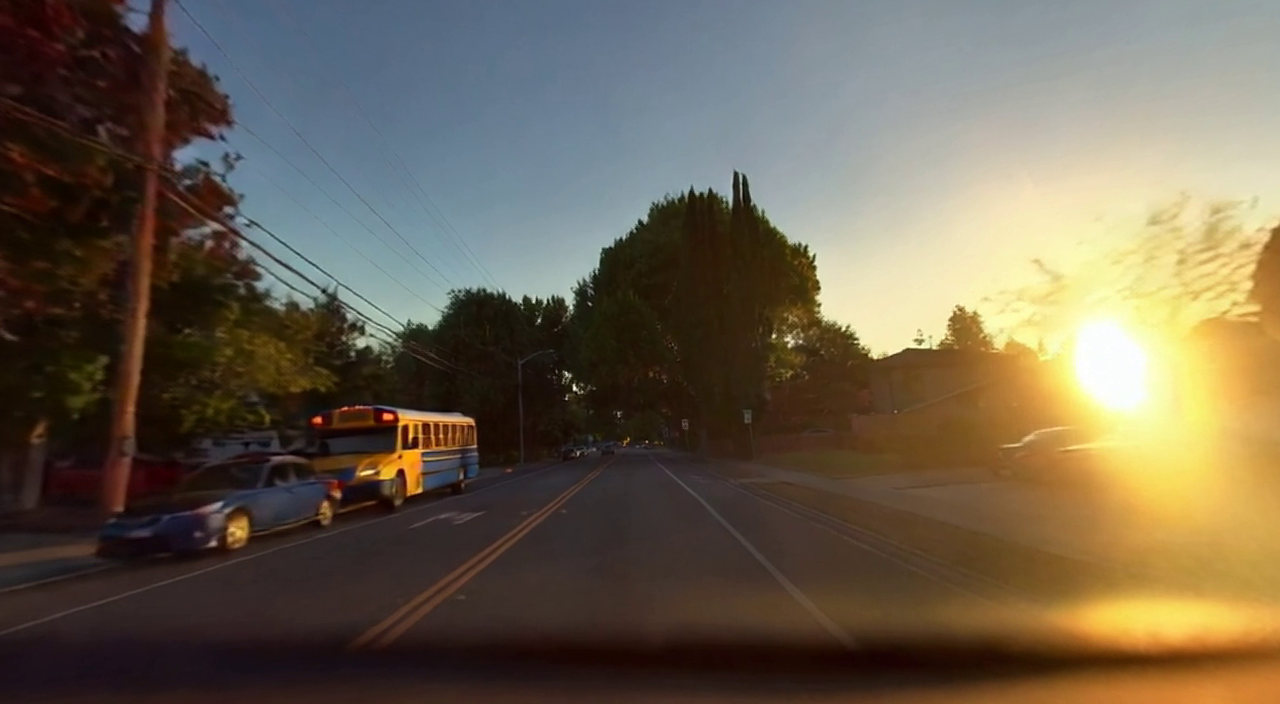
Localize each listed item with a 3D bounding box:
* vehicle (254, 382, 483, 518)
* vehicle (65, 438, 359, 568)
[{"bbox_3d":[-6.689,2.611,17.094,2.835,2.876,7.091,0,-8,1],"label":"vehicle"},{"bbox_3d":[-6.792,2.362,10.816,2.023,1.721,4.418,0,-8,-2],"label":"vehicle"}]
